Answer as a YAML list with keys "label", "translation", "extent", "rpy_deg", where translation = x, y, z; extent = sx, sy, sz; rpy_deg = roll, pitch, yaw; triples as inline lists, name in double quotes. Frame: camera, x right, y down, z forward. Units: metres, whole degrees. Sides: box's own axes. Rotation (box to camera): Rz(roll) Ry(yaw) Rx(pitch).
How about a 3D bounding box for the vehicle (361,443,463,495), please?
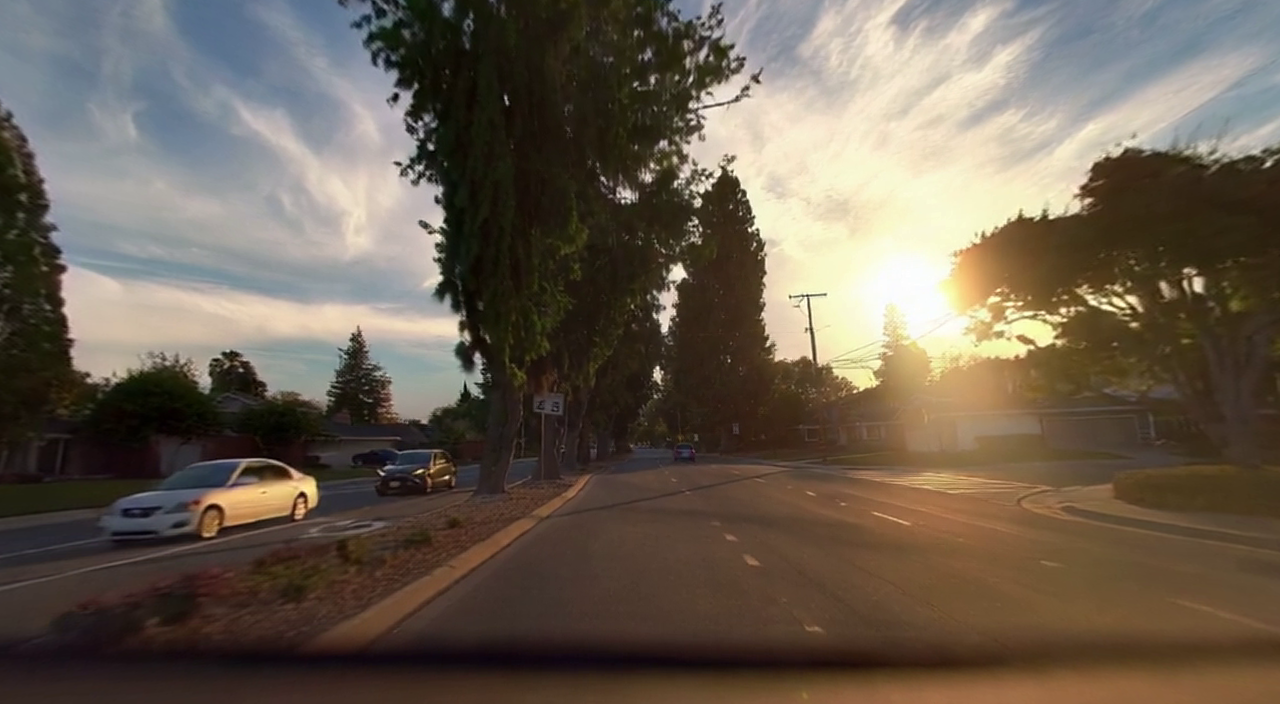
- label: "vehicle"
  translation: [-8.390, 4.305, 23.739]
  extent: [2.054, 1.746, 4.507]
  rpy_deg: [0, -8, 1]

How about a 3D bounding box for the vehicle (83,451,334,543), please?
- label: "vehicle"
  translation: [-8.375, 2.800, 12.927]
  extent: [1.939, 1.469, 4.465]
  rpy_deg: [0, -8, 1]
